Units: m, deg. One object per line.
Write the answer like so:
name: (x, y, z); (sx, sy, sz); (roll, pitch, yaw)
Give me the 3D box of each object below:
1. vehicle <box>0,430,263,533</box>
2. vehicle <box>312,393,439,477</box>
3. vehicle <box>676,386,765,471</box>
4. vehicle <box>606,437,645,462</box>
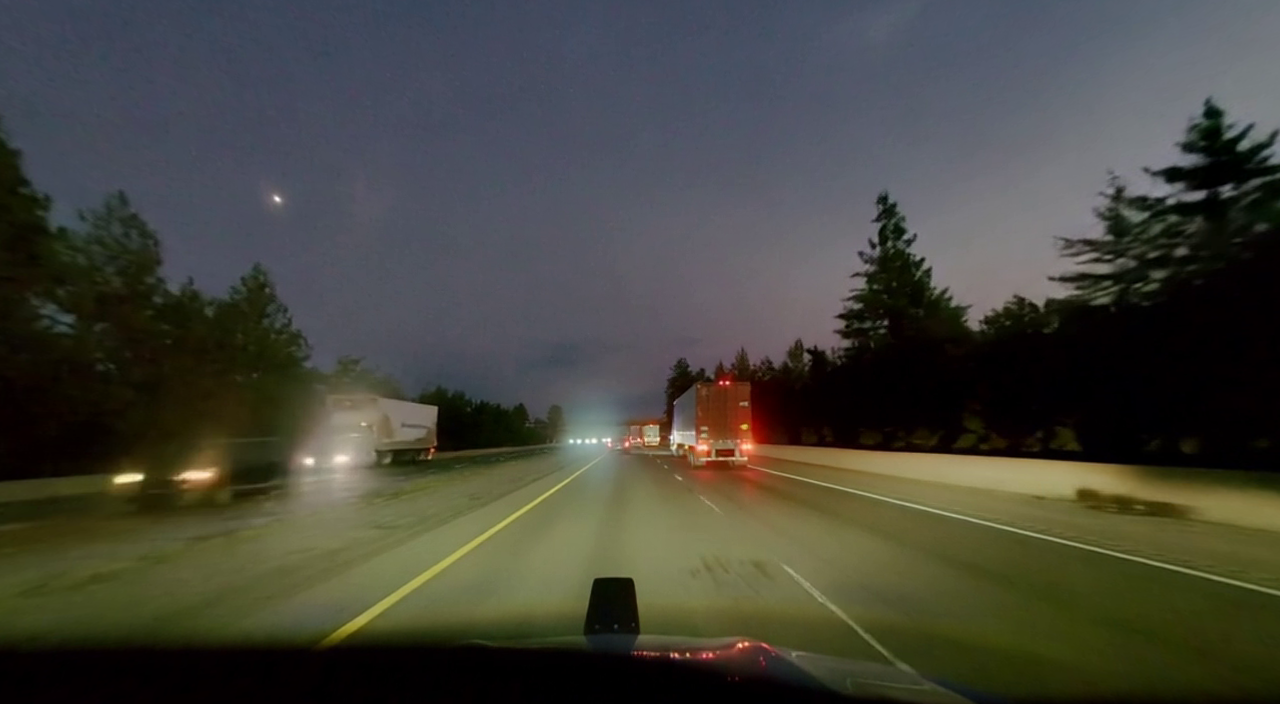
vehicle: (-8.887, 2.174, 11.256); (1.961, 1.504, 3.762); (0, -8, 0)
vehicle: (-13.949, 4.499, 34.360); (2.869, 3.930, 9.386); (0, -8, 0)
vehicle: (3.580, 3.726, 30.385); (2.921, 3.526, 8.207); (0, -8, -2)
vehicle: (-0.874, 5.993, 39.013); (2.259, 1.466, 3.693); (0, -8, -1)
